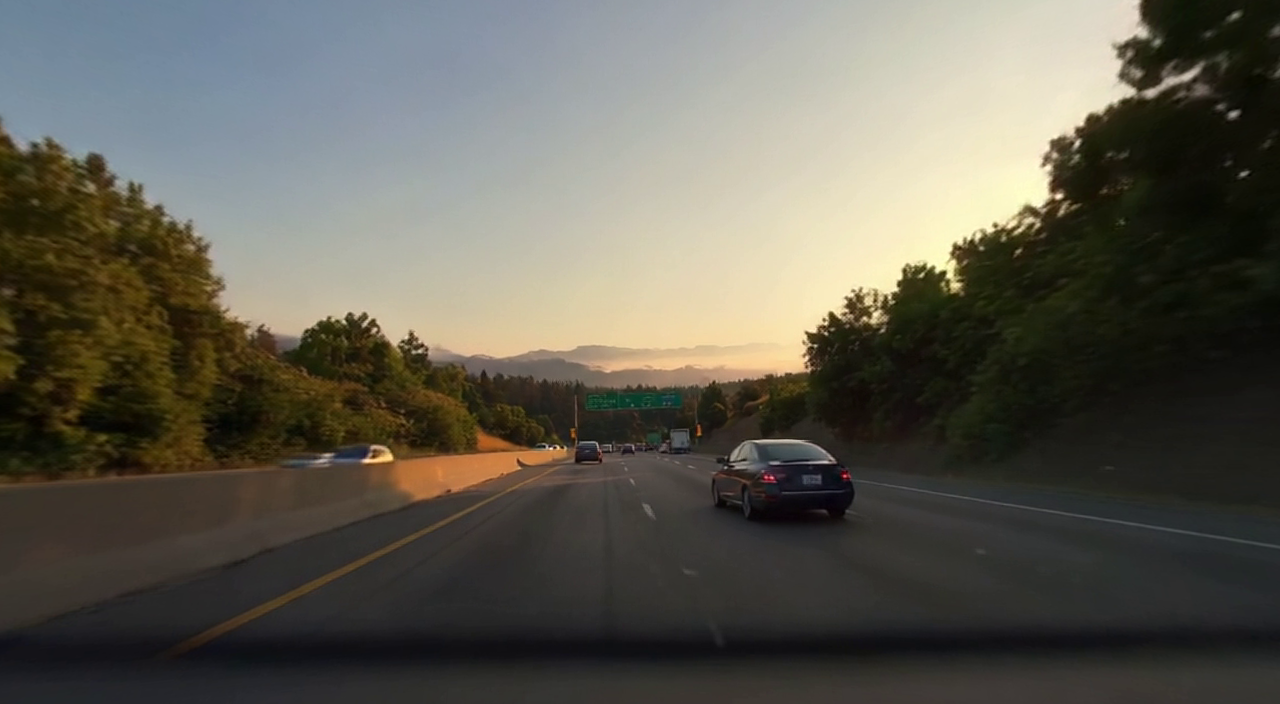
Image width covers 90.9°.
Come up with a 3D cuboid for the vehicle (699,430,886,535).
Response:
[{"bbox_3d":[2.450,2.223,11.596,1.961,1.495,4.743,1,-8,-4],"label":"vehicle"}]

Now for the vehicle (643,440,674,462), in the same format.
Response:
[{"bbox_3d":[1.330,7.337,46.813,1.995,1.556,3.893,0,-8,-4],"label":"vehicle"}]

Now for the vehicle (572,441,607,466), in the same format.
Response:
[{"bbox_3d":[-3.142,6.385,39.878,2.055,1.466,4.317,0,-8,-3],"label":"vehicle"}]

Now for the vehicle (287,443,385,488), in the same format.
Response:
[{"bbox_3d":[-11.361,4.218,23.890,1.918,1.515,3.988,0,-8,-3],"label":"vehicle"}]
